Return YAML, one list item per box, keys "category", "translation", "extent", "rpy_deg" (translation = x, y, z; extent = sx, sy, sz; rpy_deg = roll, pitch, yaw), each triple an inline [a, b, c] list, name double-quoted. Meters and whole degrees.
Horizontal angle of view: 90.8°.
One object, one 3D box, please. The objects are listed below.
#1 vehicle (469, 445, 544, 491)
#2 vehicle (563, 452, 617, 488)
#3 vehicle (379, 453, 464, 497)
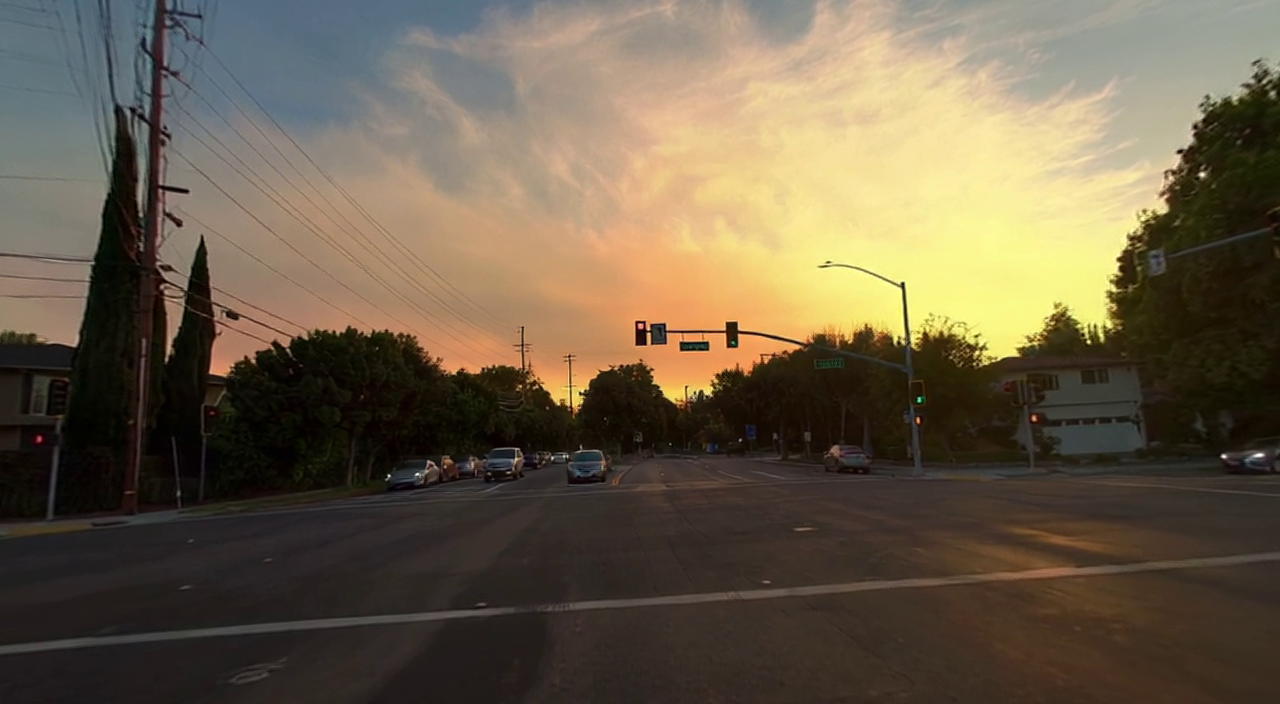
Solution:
- category: "vehicle"
  translation: [-6.183, 5.429, 30.058]
  extent: [2.479, 1.977, 5.254]
  rpy_deg: [0, -9, -1]
- category: "vehicle"
  translation: [-2.196, 5.356, 29.133]
  extent: [2.174, 1.477, 4.805]
  rpy_deg: [0, -9, -1]
- category: "vehicle"
  translation: [-9.963, 5.612, 29.265]
  extent: [2.241, 1.819, 4.690]
  rpy_deg: [0, -9, -1]
